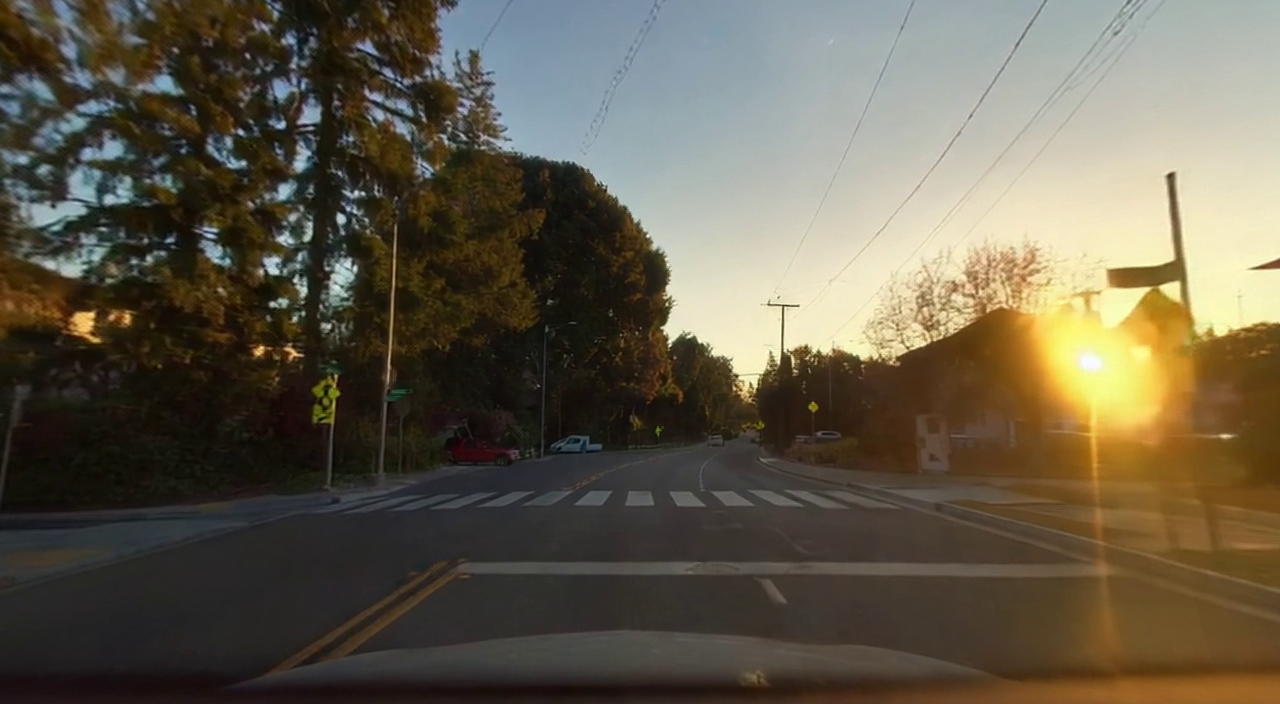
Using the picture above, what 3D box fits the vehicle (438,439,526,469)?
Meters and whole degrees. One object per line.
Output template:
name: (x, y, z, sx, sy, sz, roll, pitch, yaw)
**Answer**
vehicle: (-8.792, 5.671, 35.236, 4.377, 1.596, 1.836, -2, -9, 14)
